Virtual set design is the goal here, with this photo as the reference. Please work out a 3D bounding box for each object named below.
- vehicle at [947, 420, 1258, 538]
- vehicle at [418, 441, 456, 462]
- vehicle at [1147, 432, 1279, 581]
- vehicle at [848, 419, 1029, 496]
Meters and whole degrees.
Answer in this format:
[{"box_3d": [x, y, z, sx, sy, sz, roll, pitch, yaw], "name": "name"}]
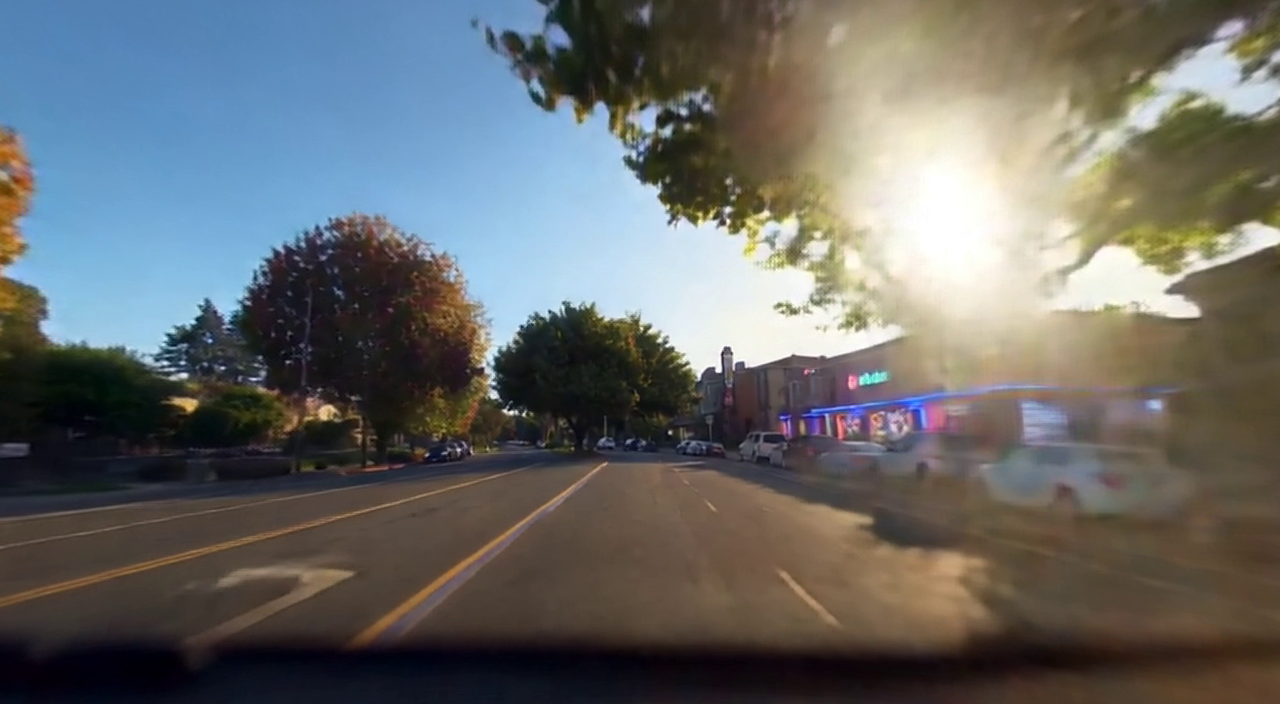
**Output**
[{"box_3d": [7.642, 2.128, 11.211, 2.205, 1.658, 4.404, 0, -8, 1], "name": "vehicle"}, {"box_3d": [-15.587, 7.664, 48.699, 2.027, 1.470, 4.550, 1, -9, -8], "name": "vehicle"}, {"box_3d": [7.456, 1.464, 5.763, 2.057, 1.478, 4.356, 0, -8, 1], "name": "vehicle"}, {"box_3d": [7.548, 2.749, 16.749, 2.095, 1.693, 5.173, 0, -8, -2], "name": "vehicle"}]
